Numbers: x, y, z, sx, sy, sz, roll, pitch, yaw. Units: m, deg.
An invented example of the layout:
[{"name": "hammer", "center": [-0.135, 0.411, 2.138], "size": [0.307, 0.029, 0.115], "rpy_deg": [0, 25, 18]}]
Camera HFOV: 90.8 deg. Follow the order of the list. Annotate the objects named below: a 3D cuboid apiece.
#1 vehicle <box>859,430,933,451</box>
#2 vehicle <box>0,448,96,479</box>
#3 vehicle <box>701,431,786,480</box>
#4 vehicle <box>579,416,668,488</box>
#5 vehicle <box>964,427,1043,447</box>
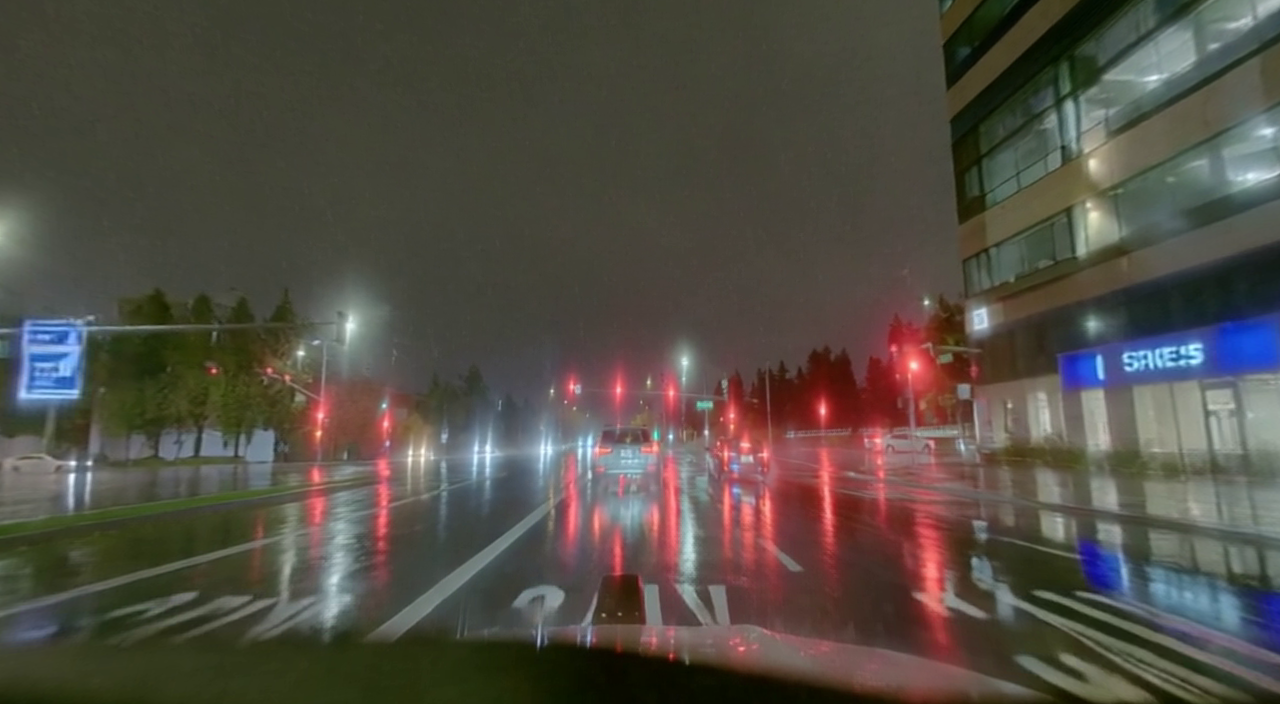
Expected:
[{"name": "vehicle", "center": [19.416, 6.717, 48.017], "size": [4.851, 1.517, 1.720], "rpy_deg": [0, -8, -2]}, {"name": "vehicle", "center": [-39.688, 7.451, 42.258], "size": [4.610, 1.691, 2.034], "rpy_deg": [-3, -8, -2]}, {"name": "vehicle", "center": [3.408, 3.515, 21.706], "size": [2.080, 1.472, 4.401], "rpy_deg": [0, -8, -1]}, {"name": "vehicle", "center": [-0.436, 2.935, 18.739], "size": [2.313, 1.860, 4.319], "rpy_deg": [0, -8, 0]}, {"name": "vehicle", "center": [27.561, 6.477, 47.993], "size": [4.766, 1.462, 1.872], "rpy_deg": [0, -8, 0]}]
